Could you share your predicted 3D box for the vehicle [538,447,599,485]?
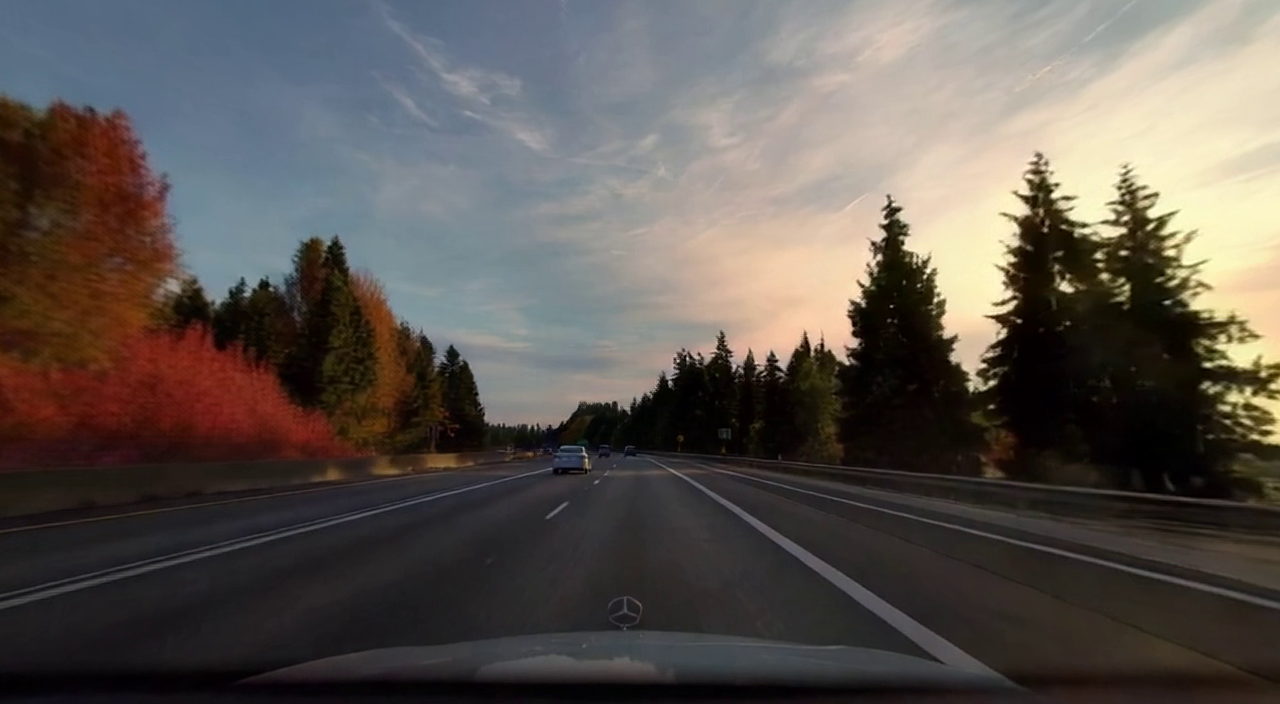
[{"bbox_3d":[-3.168,5.166,28.995,2.184,1.574,5.004,0,-9,0],"label":"vehicle"}]
